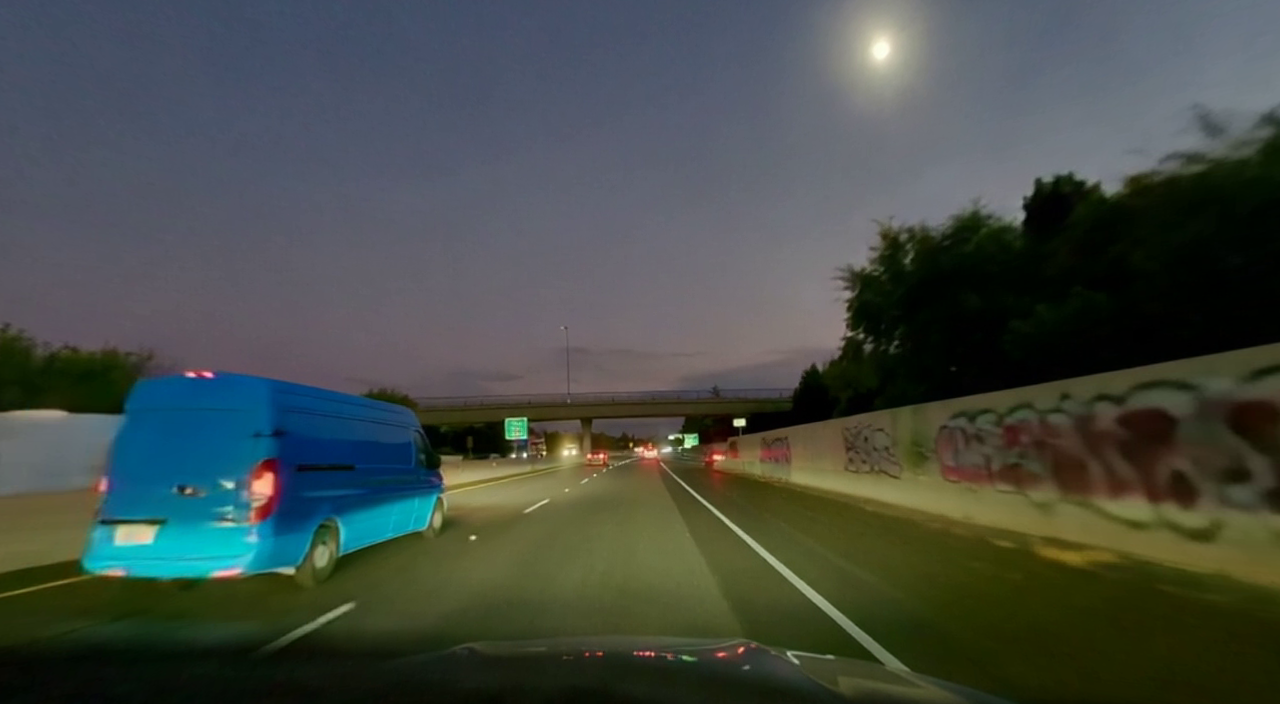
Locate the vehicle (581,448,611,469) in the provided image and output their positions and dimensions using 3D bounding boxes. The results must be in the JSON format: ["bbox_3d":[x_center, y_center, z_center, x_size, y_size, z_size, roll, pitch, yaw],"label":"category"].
[{"bbox_3d":[-3.352,8.167,48.628,1.994,1.471,3.962,0,-9,1],"label":"vehicle"}]

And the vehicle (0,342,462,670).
[{"bbox_3d":[-3.770,1.319,6.528,2.310,2.030,5.094,0,-9,0],"label":"vehicle"}]

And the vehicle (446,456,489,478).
[{"bbox_3d":[-12.562,8.391,46.208,1.859,1.450,4.431,0,-9,1],"label":"vehicle"}]
